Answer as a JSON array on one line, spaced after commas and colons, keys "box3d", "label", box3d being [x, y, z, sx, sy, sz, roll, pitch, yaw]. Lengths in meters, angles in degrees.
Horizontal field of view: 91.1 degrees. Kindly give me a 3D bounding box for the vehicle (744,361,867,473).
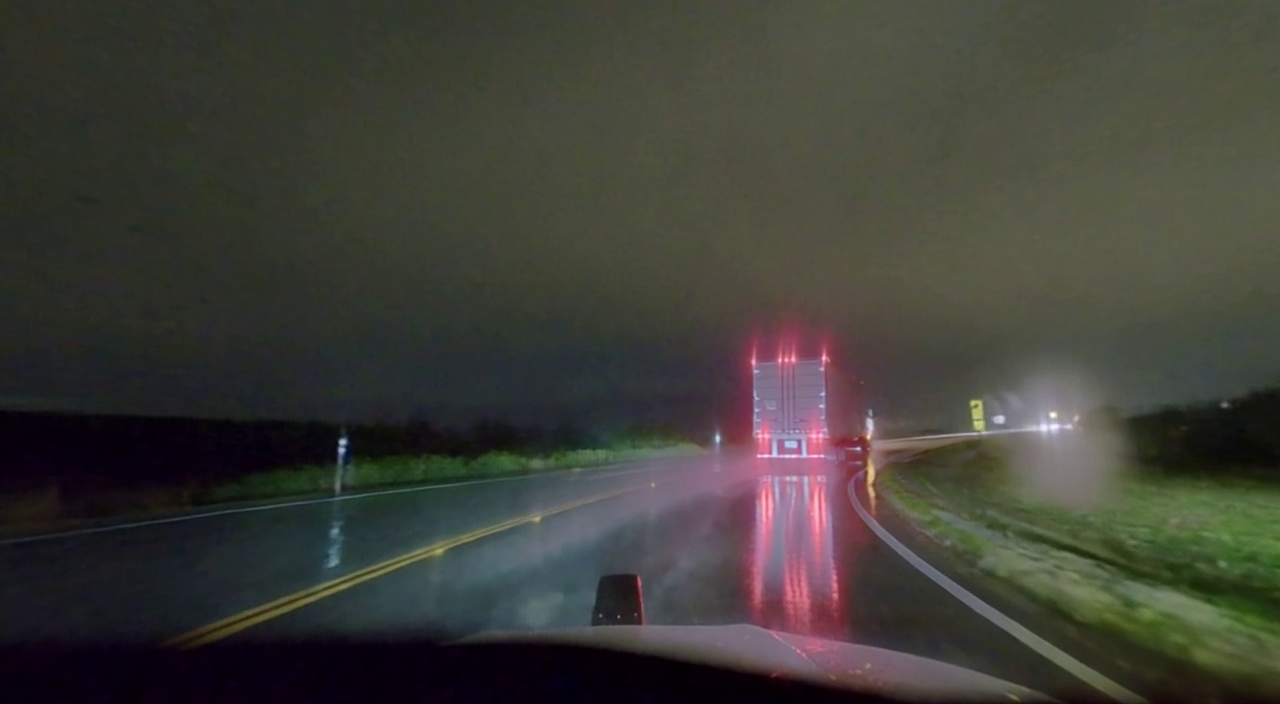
[{"box3d": [7.281, 2.874, 26.223, 2.837, 3.712, 10.484, -4, -9, 26], "label": "vehicle"}]
